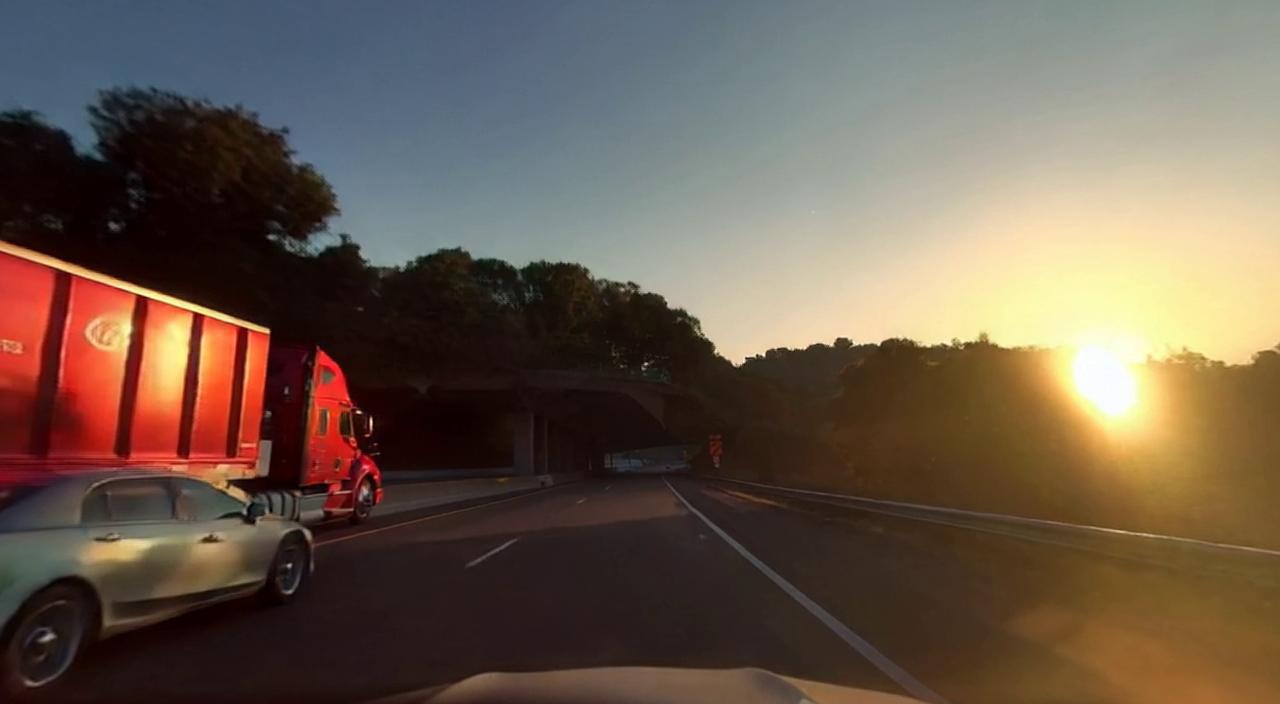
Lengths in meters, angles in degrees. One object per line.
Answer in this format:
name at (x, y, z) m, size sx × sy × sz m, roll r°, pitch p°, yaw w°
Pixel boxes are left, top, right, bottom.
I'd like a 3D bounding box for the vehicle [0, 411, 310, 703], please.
vehicle at (-4.113, 1.071, 3.197) m, size 2.135 × 1.506 × 5.041 m, roll 1°, pitch -10°, yaw 0°
